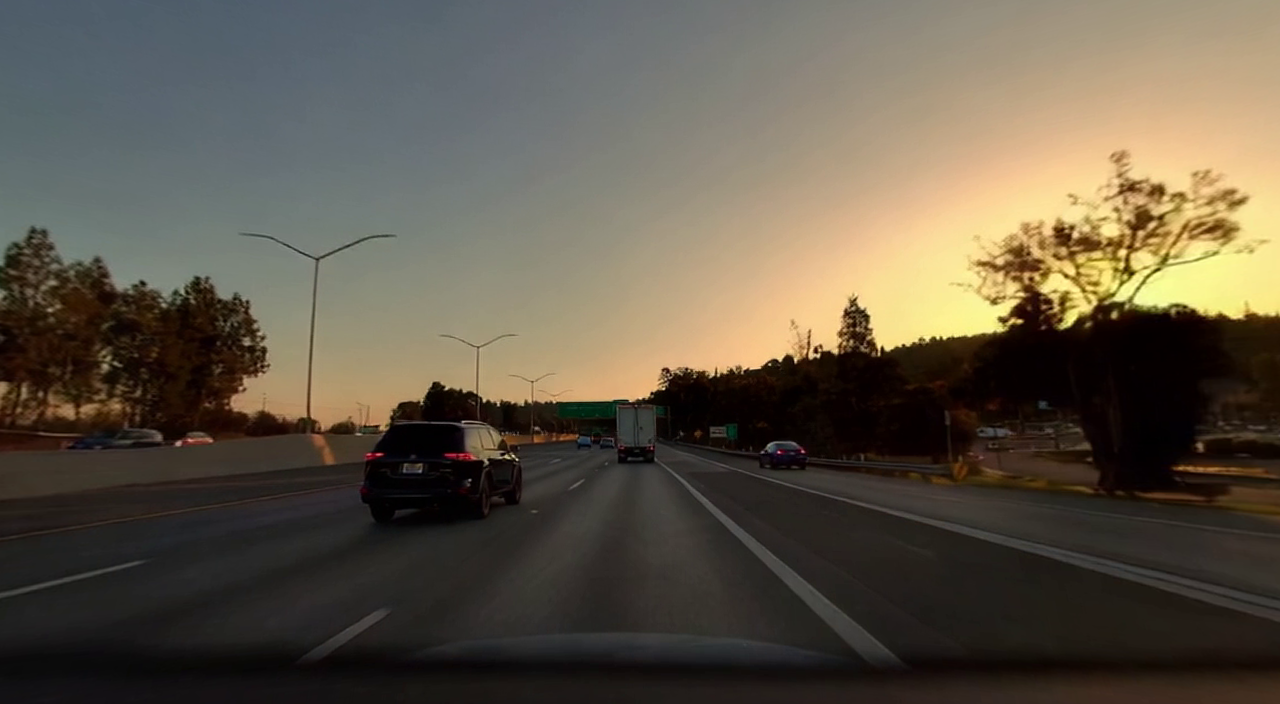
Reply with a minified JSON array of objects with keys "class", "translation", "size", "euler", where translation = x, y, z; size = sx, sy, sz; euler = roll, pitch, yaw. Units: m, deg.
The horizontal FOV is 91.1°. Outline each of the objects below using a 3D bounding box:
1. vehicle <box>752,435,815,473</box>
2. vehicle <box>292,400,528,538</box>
[{"class":"vehicle","translation":[6.824,4.898,30.325],"size":[1.958,1.681,4.109],"euler":[0,-9,-2]},{"class":"vehicle","translation":[-3.510,1.930,10.895],"size":[2.178,1.826,4.933],"euler":[0,-9,1]}]
